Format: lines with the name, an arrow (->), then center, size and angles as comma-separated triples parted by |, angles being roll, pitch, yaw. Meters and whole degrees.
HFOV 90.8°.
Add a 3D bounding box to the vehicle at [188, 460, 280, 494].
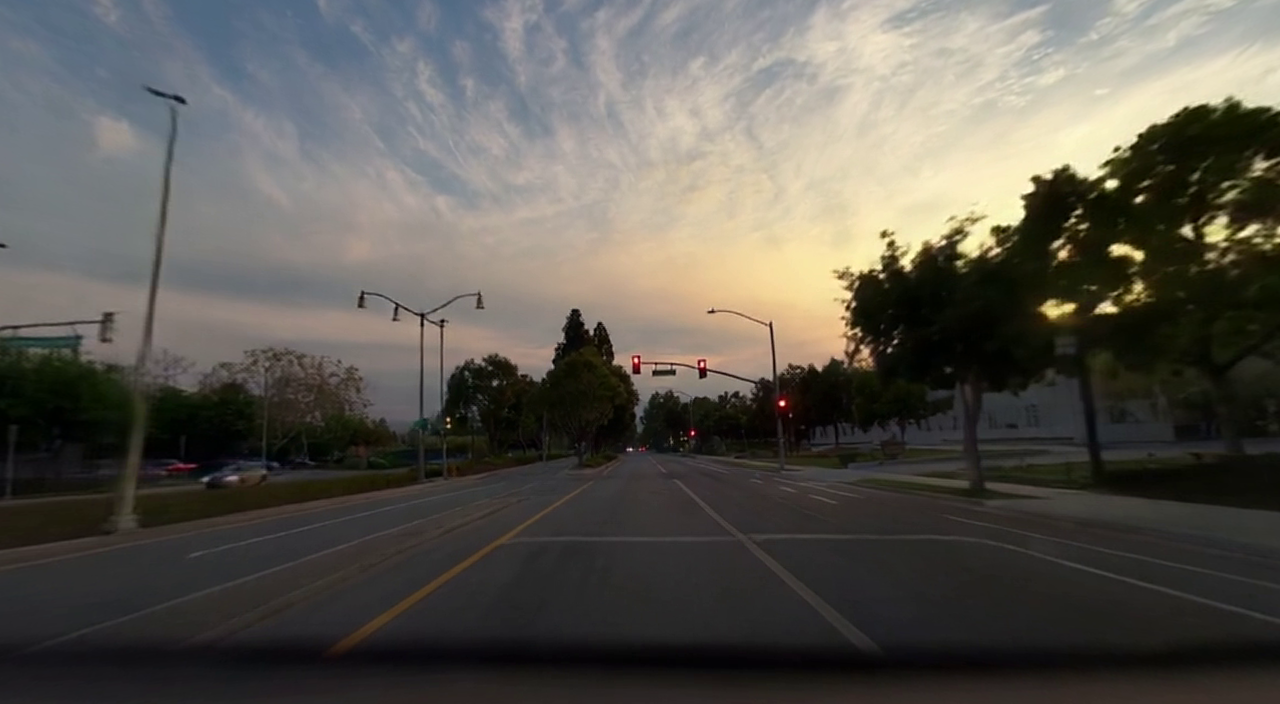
vehicle -> -21.821, 6.699, 34.185 | 2.014, 1.522, 4.398 | -3, -8, 1
